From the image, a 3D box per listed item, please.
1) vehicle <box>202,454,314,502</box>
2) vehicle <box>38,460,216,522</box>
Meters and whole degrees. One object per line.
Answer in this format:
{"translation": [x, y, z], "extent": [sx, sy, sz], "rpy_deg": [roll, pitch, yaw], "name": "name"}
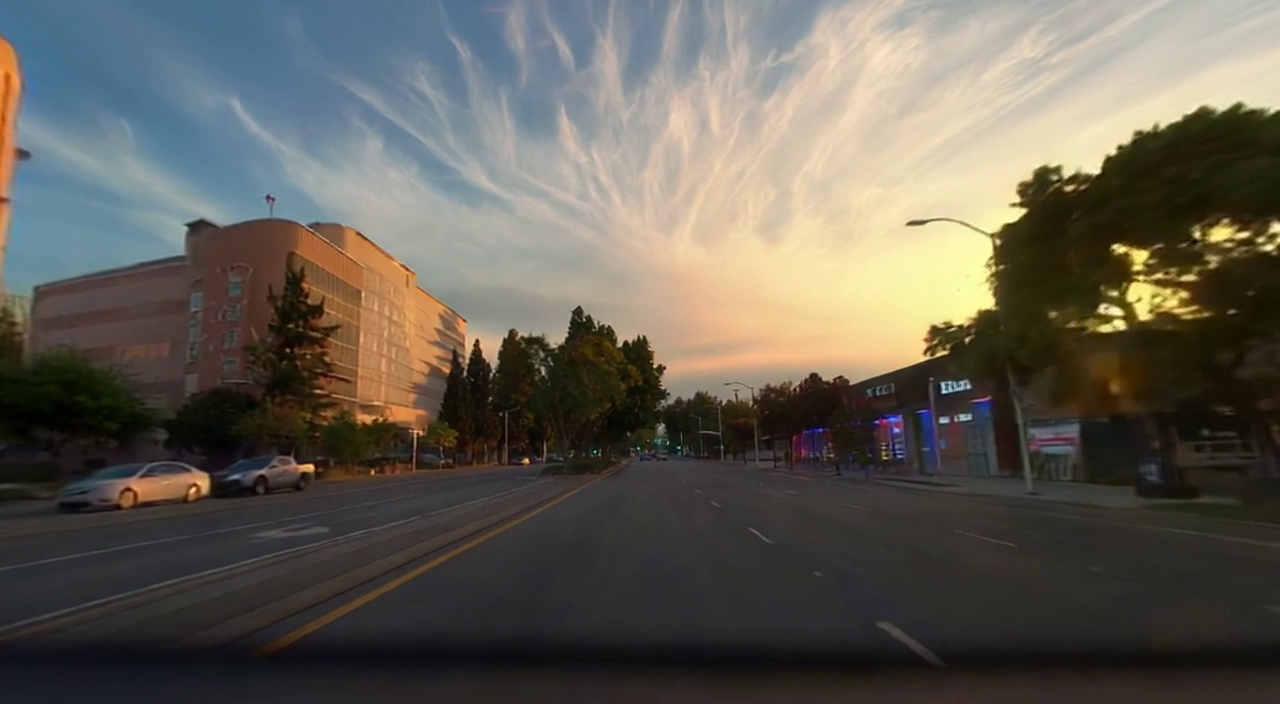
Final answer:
{"translation": [-16.842, 5.533, 28.196], "extent": [1.993, 1.887, 4.722], "rpy_deg": [0, -9, 1], "name": "vehicle"}
{"translation": [-16.594, 4.469, 20.845], "extent": [1.944, 1.669, 4.613], "rpy_deg": [0, -9, 1], "name": "vehicle"}
